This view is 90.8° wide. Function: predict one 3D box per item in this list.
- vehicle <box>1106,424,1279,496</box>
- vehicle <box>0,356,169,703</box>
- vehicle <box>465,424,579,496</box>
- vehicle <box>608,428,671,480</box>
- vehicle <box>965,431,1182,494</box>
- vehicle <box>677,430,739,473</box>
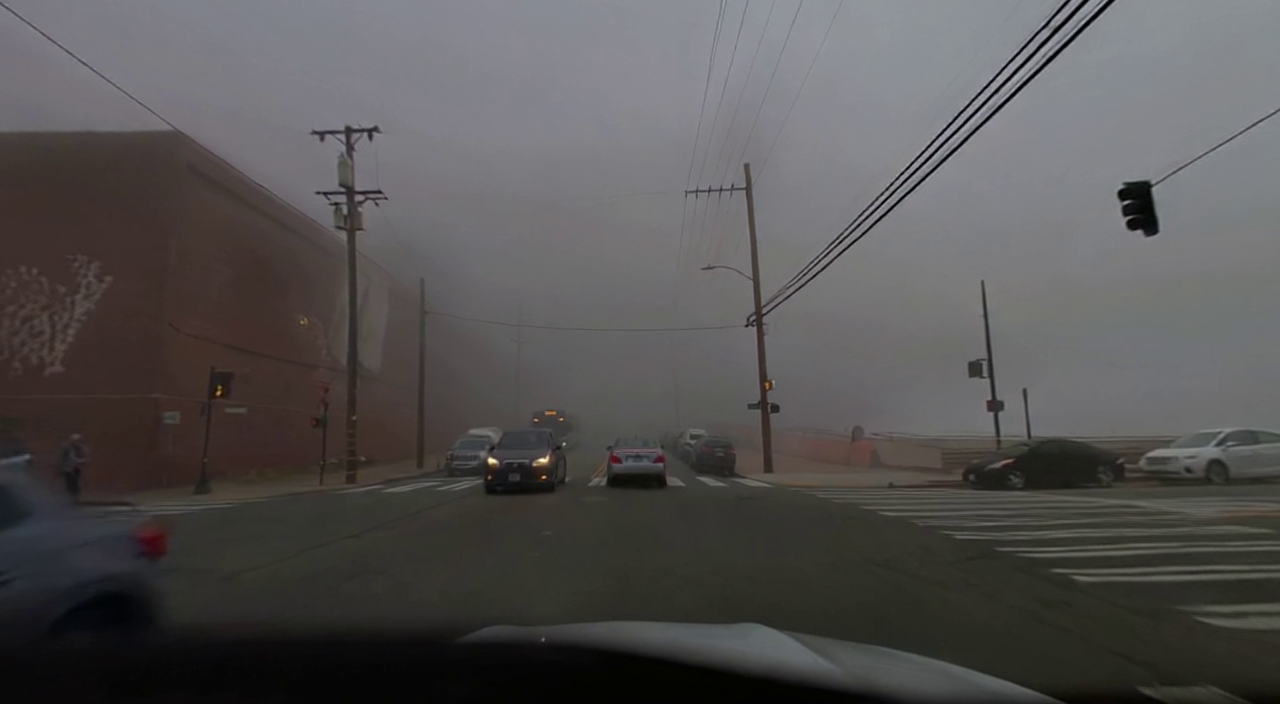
[{"bbox_3d":[14.228,2.493,14.711,5.045,1.527,2.107,0,-8,-1],"label":"vehicle"},{"bbox_3d":[-3.284,0.663,0.960,2.055,1.660,3.954,0,-8,-1],"label":"vehicle"},{"bbox_3d":[-3.483,3.372,20.150,2.474,1.926,5.823,0,-8,0],"label":"vehicle"},{"bbox_3d":[-0.054,3.837,23.927,2.190,1.783,4.048,0,-8,-1],"label":"vehicle"},{"bbox_3d":[12.044,3.074,17.823,4.576,1.650,1.980,0,-8,2],"label":"vehicle"},{"bbox_3d":[2.922,4.418,28.144,2.171,1.751,4.373,0,-9,-1],"label":"vehicle"}]
